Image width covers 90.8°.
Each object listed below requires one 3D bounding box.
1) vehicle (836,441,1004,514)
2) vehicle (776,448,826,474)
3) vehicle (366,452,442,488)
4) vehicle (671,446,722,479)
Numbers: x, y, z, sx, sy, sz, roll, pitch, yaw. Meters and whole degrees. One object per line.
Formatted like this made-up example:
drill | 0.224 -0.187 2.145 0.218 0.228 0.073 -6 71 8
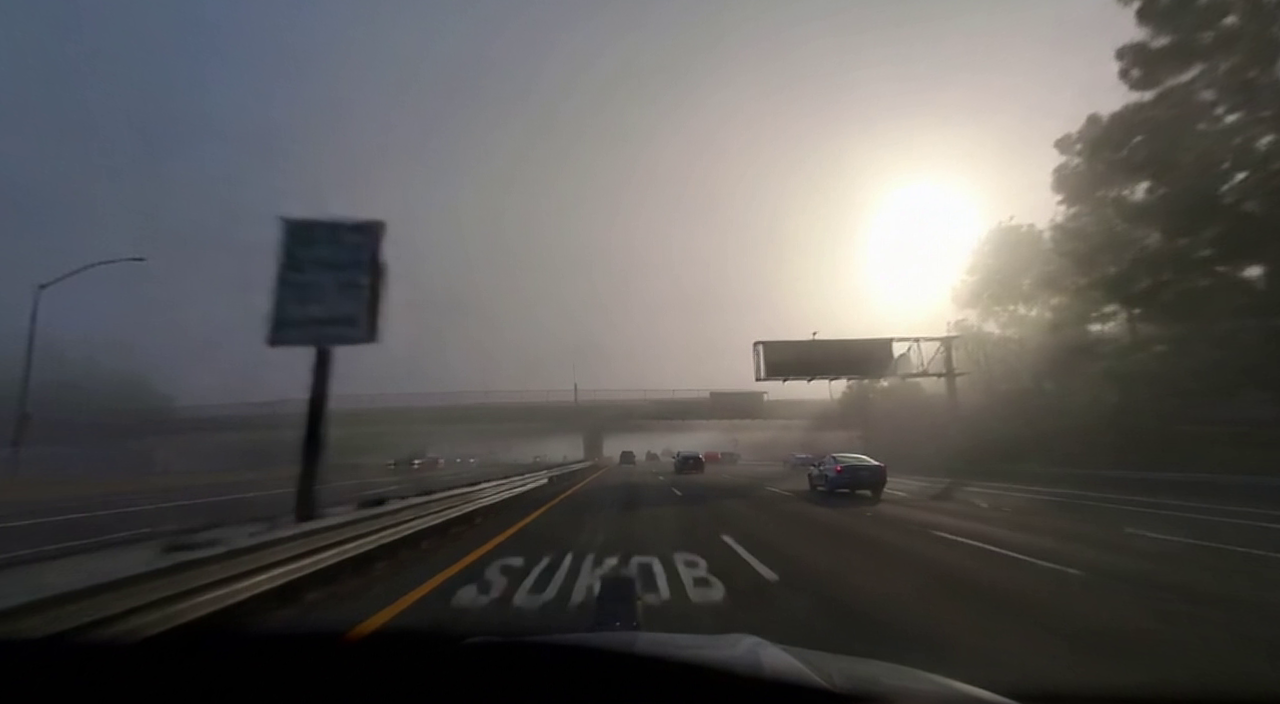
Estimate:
vehicle | 6.560 2.974 15.485 1.952 1.489 4.483 0 -9 -2
vehicle | 9.752 6.614 38.578 1.838 1.440 4.121 0 -9 -2
vehicle | -10.506 5.278 28.490 1.836 1.464 4.041 0 -9 1
vehicle | 2.795 5.594 32.192 1.993 1.507 4.594 0 -9 -2
